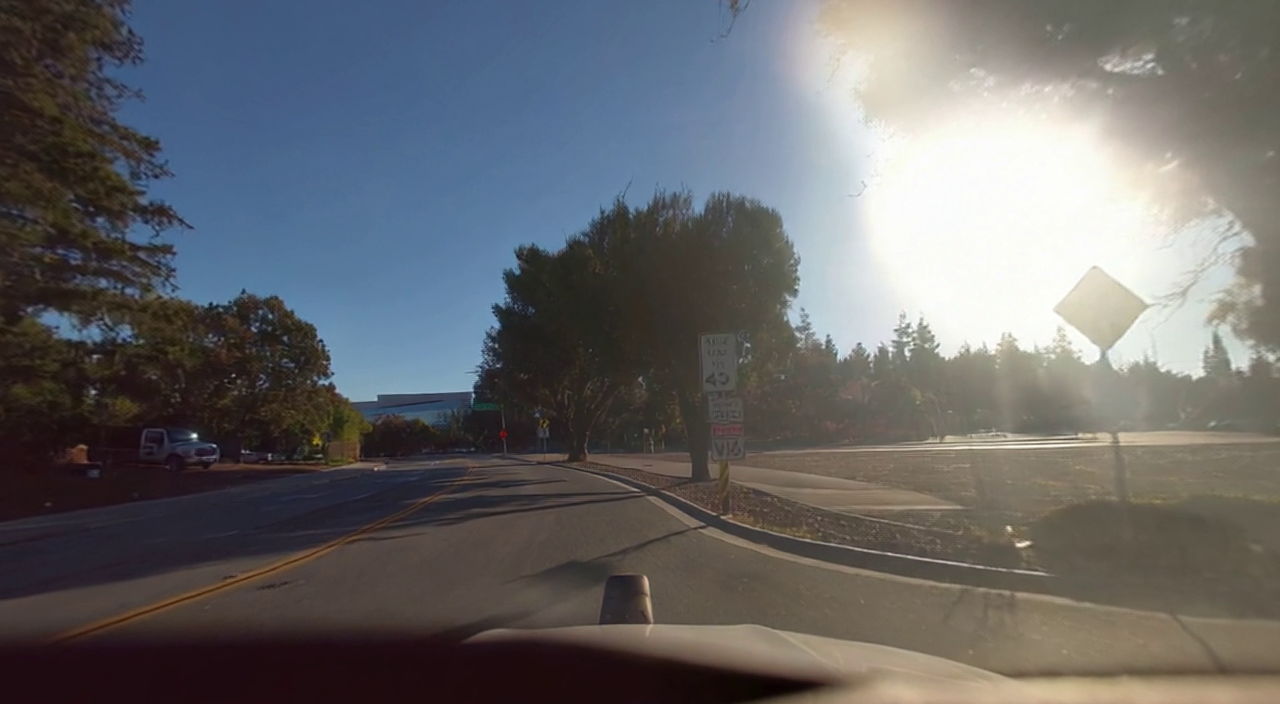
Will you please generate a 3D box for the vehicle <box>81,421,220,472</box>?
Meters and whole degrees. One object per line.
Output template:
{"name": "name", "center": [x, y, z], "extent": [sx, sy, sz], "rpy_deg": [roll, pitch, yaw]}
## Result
{"name": "vehicle", "center": [-20.779, 4.009, 26.806], "extent": [4.699, 1.996, 2.116], "rpy_deg": [-2, -9, 15]}
